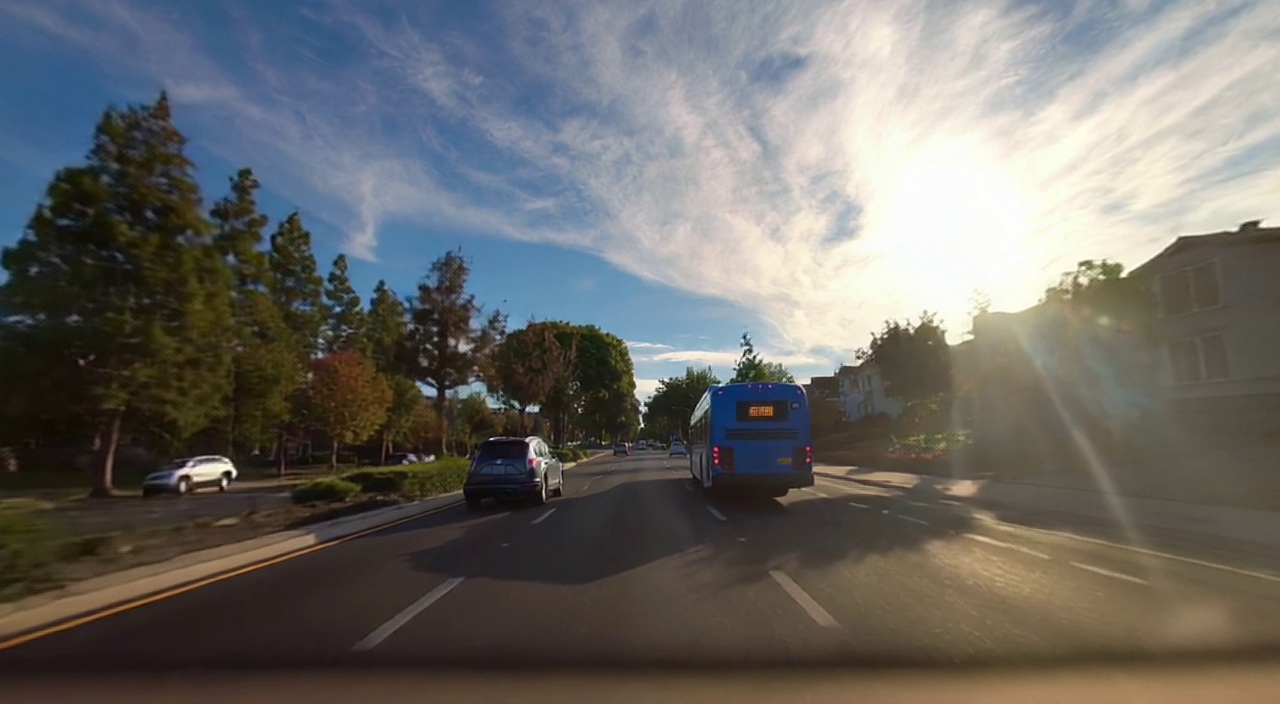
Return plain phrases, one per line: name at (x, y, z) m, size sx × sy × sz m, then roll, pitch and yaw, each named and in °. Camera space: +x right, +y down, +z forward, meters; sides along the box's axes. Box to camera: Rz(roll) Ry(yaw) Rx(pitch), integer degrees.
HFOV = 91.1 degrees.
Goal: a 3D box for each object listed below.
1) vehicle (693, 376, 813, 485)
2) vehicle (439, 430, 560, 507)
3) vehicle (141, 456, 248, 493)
vehicle at (3.929, 3.283, 25.336) m, size 3.072 × 3.278 × 12.747 m, roll 0°, pitch -8°, yaw 3°
vehicle at (-3.543, 3.026, 16.835) m, size 2.111 × 1.767 × 4.333 m, roll 0°, pitch -8°, yaw 2°
vehicle at (-22.243, 6.097, 31.603) m, size 2.018 × 1.648 × 4.631 m, roll 0°, pitch -8°, yaw -1°
